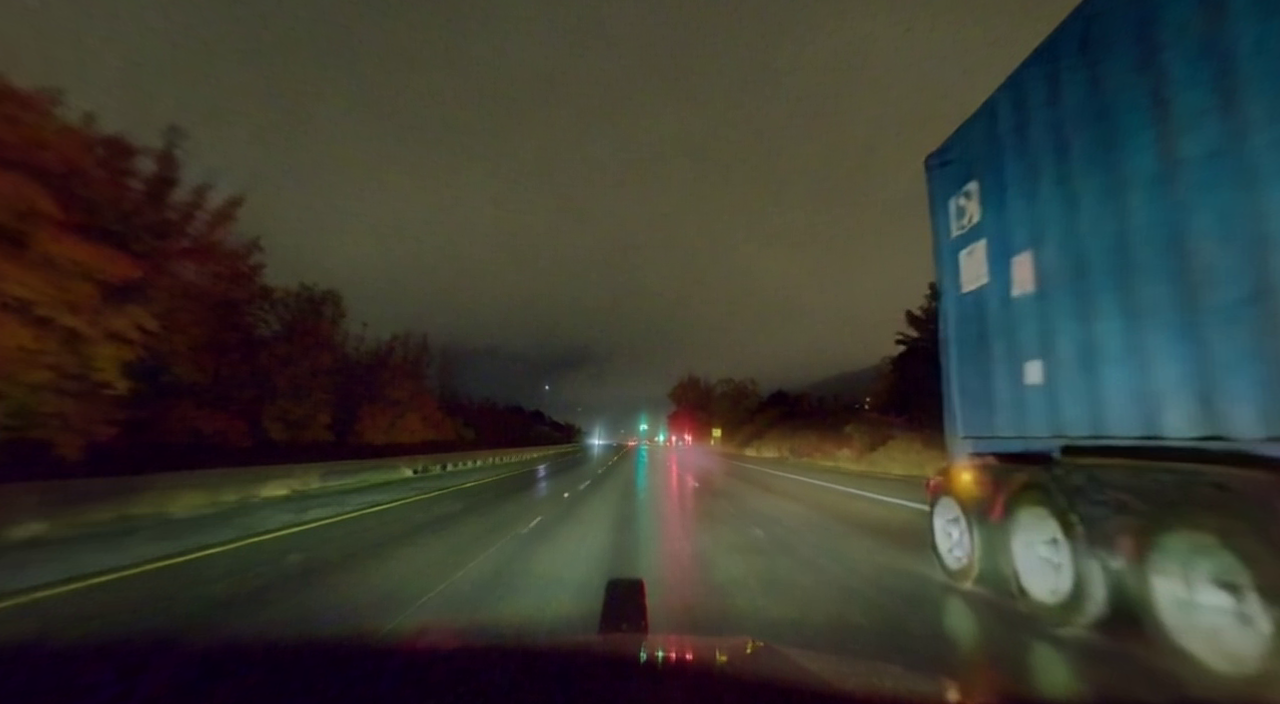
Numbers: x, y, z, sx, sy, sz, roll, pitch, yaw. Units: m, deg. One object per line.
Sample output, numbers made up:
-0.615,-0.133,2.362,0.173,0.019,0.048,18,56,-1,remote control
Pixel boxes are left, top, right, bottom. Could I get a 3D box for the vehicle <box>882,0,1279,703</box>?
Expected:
3.846,-0.432,1.722,3.040,4.038,8.179,0,-8,0,vehicle
